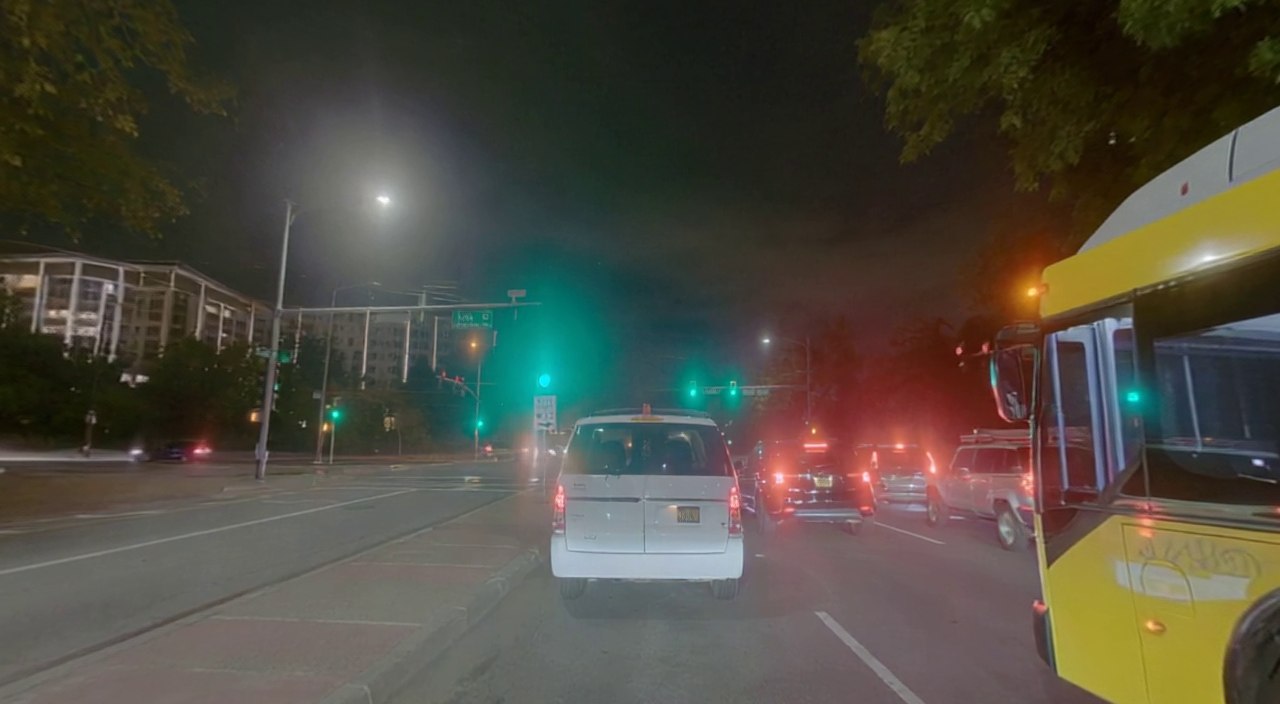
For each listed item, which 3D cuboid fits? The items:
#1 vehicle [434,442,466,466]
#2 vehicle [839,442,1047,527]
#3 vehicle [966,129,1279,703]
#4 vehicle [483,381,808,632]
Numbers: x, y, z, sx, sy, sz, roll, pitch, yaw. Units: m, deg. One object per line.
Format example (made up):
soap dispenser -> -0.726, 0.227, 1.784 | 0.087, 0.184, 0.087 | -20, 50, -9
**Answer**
vehicle -> -14.345, 7.639, 47.248 | 1.924, 1.720, 4.097 | 3, -9, -22
vehicle -> 5.985, 2.639, 13.223 | 1.987, 1.457, 4.675 | 0, -8, -1
vehicle -> 2.617, 0.318, 0.425 | 2.037, 2.065, 5.037 | 0, -8, 0
vehicle -> 0.017, 1.475, 7.007 | 2.381, 1.842, 4.603 | 0, -8, -1
